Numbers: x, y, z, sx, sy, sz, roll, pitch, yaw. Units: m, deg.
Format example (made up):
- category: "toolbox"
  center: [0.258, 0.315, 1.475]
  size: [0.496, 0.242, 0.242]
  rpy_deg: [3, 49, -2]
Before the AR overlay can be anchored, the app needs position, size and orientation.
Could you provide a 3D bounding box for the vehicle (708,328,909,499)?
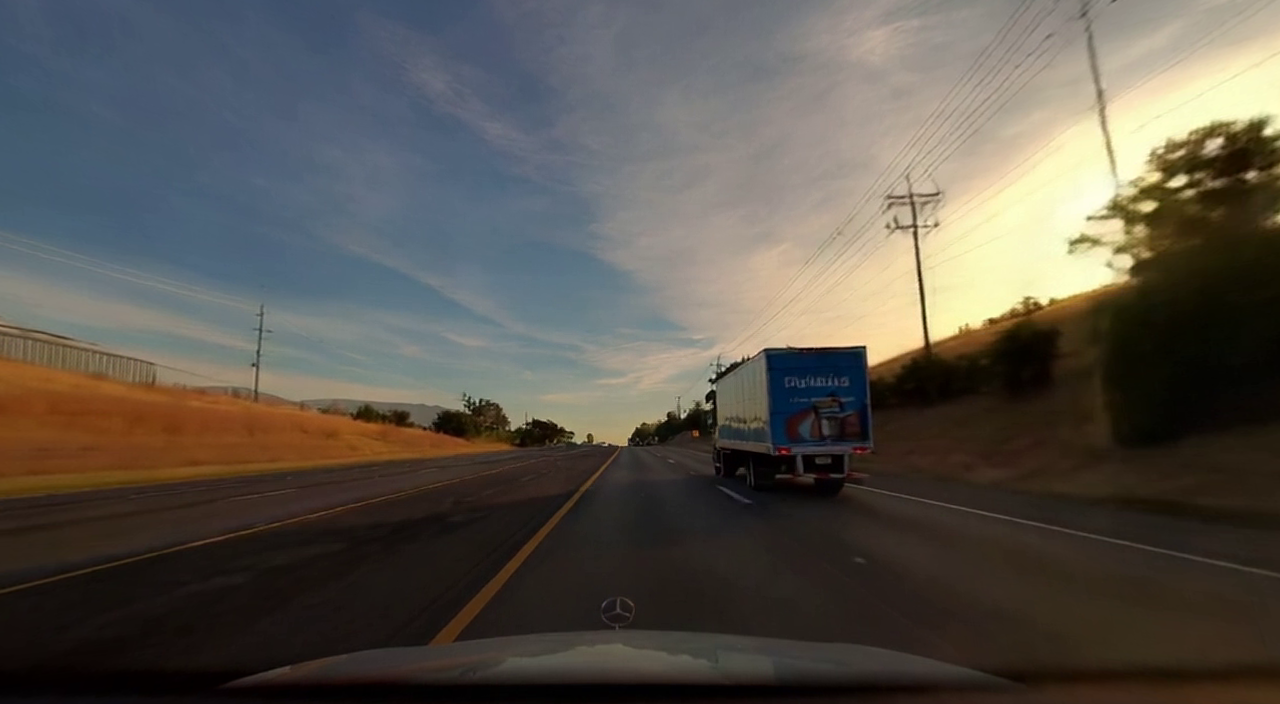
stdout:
- category: "vehicle"
  center: [4.126, 1.945, 18.208]
  size: [3.037, 3.672, 9.136]
  rpy_deg: [0, -8, -1]
